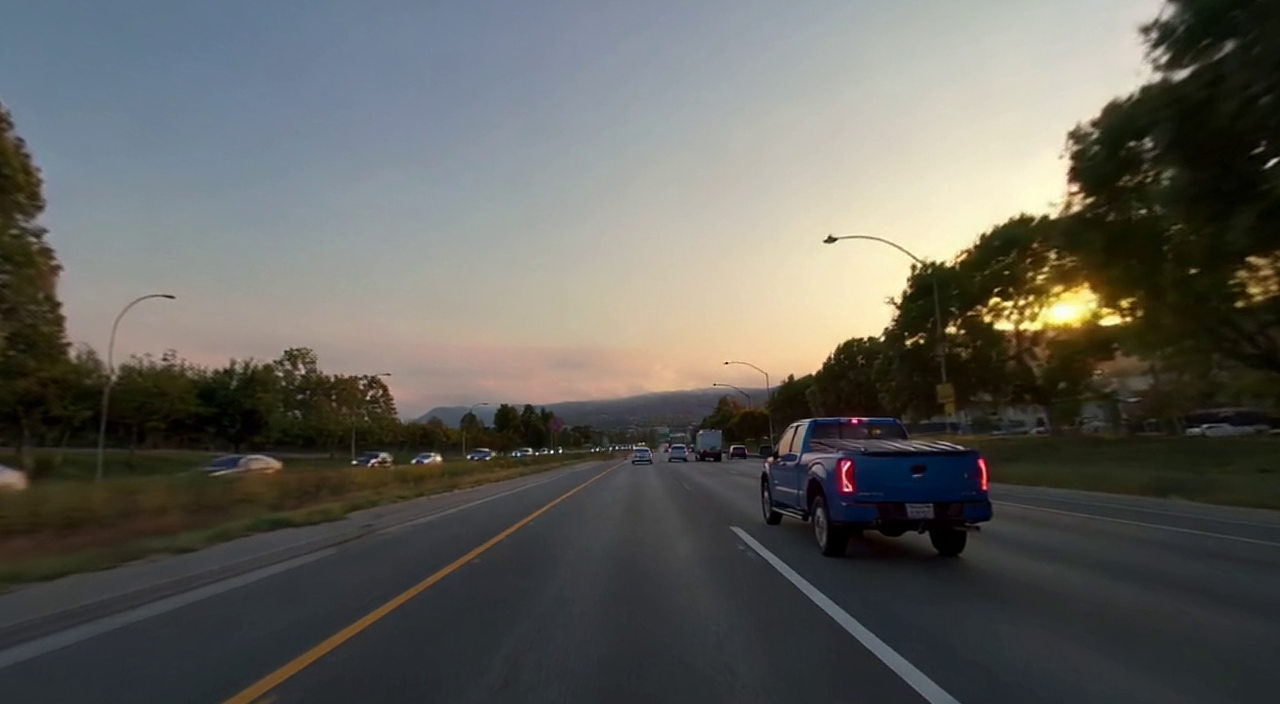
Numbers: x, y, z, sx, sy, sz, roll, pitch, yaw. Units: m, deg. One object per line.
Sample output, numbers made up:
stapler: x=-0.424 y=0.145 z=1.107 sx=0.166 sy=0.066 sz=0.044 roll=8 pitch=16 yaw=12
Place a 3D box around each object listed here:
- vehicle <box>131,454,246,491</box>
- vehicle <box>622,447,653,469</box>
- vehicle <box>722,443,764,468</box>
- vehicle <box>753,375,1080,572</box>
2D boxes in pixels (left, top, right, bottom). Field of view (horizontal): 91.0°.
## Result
vehicle: x=-21.262 y=5.666 z=29.933 sx=1.884 sy=1.533 sz=4.698 roll=0 pitch=-9 yaw=1
vehicle: x=-0.118 y=7.228 z=43.152 sx=2.030 sy=1.473 sz=3.926 roll=0 pitch=-9 yaw=0
vehicle: x=7.209 y=7.299 z=44.567 sx=2.189 sy=1.704 sz=4.521 roll=0 pitch=-9 yaw=0
vehicle: x=3.432 y=1.703 z=9.524 sx=2.354 sy=2.079 sz=5.586 roll=0 pitch=-9 yaw=0
